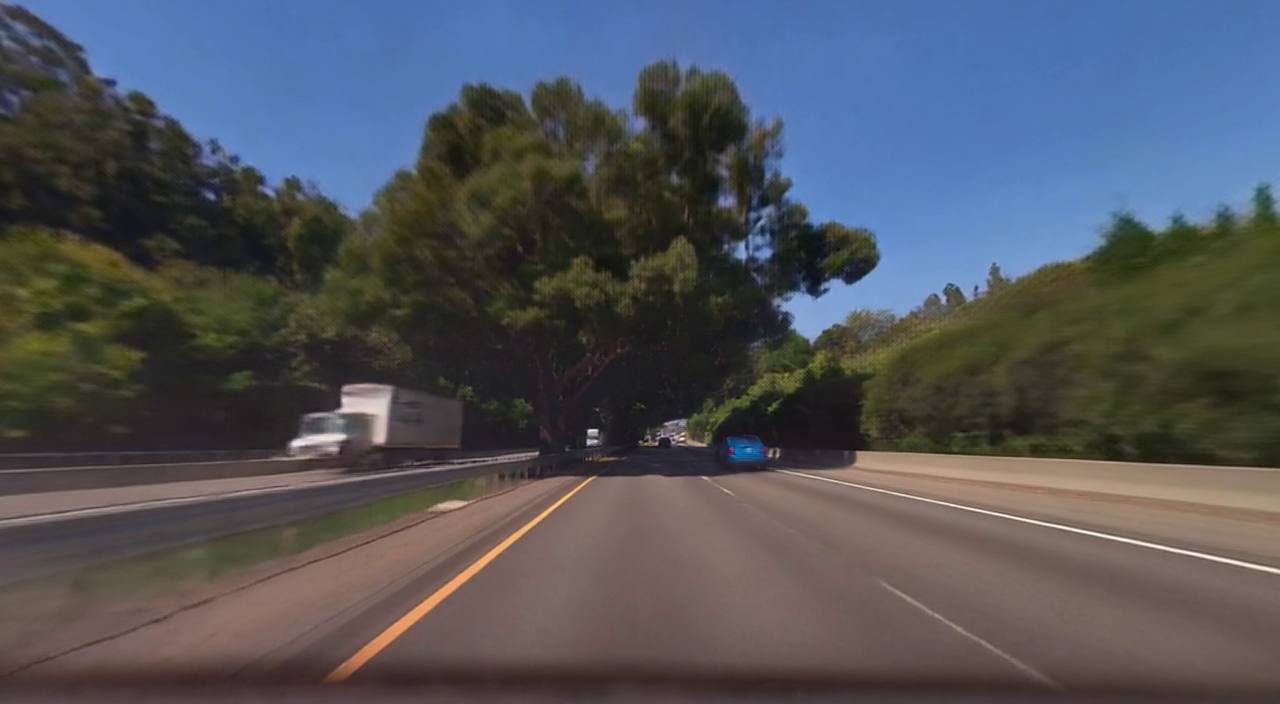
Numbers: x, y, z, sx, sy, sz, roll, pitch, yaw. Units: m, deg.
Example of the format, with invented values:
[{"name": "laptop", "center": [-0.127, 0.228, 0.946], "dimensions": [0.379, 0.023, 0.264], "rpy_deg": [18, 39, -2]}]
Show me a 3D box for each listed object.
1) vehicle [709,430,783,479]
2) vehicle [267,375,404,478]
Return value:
[{"name": "vehicle", "center": [3.919, 3.867, 24.063], "dimensions": [2.022, 1.663, 4.245], "rpy_deg": [0, -8, -1]}, {"name": "vehicle", "center": [-12.937, 3.303, 27.409], "dimensions": [3.022, 3.959, 5.729], "rpy_deg": [0, -8, 0]}]
